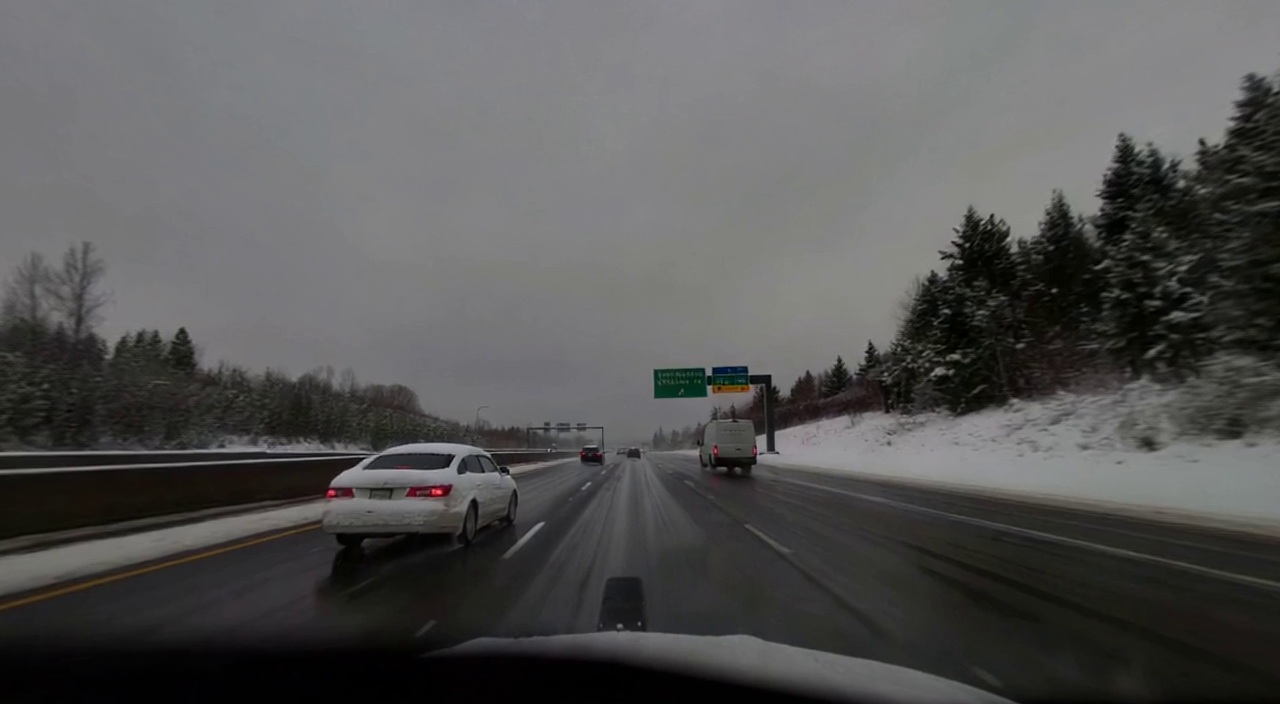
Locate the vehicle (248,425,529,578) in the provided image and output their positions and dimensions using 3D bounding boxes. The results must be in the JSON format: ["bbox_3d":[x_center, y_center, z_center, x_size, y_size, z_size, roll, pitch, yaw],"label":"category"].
[{"bbox_3d":[-2.958,1.888,8.794,1.939,1.513,4.773,0,-9,0],"label":"vehicle"}]

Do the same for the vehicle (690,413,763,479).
[{"bbox_3d":[3.701,4.221,28.292,2.361,2.636,5.684,0,-9,-1],"label":"vehicle"}]
